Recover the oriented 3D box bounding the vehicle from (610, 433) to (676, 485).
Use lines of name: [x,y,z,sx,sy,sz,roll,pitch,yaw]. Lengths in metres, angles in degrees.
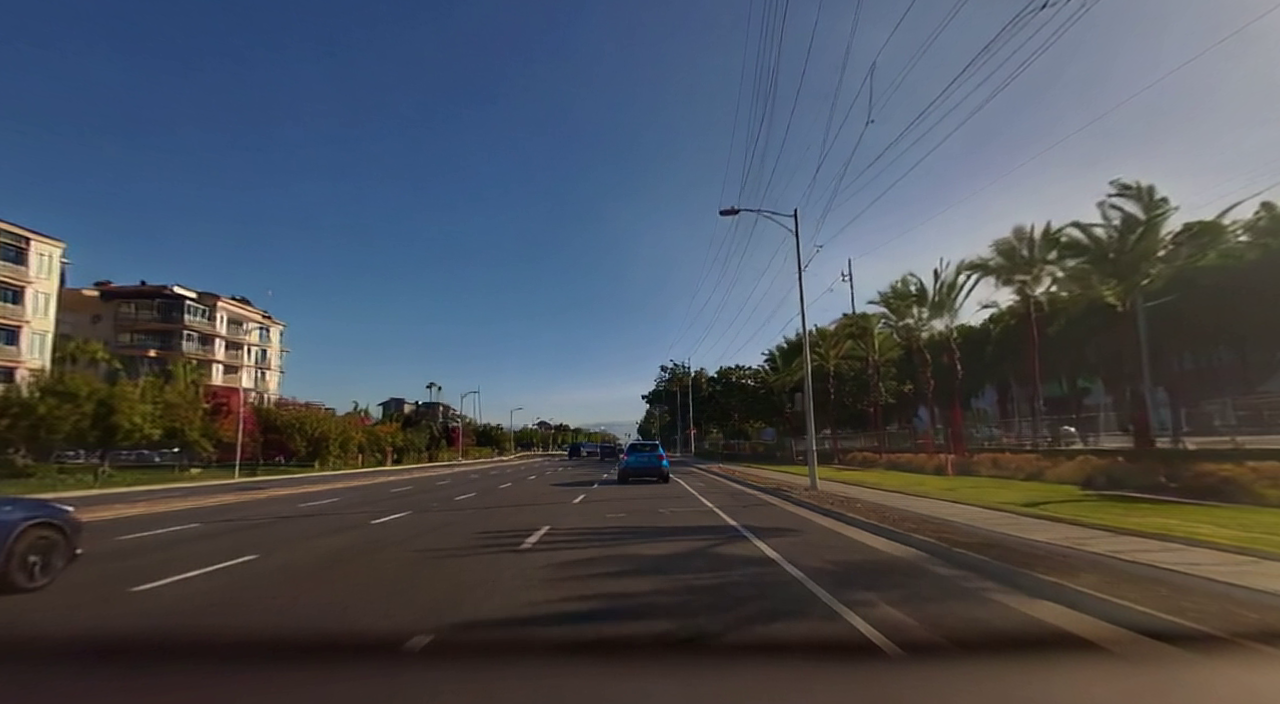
vehicle: [0.088,3.858,22.987,2.198,1.706,4.166,0,-9,0]
